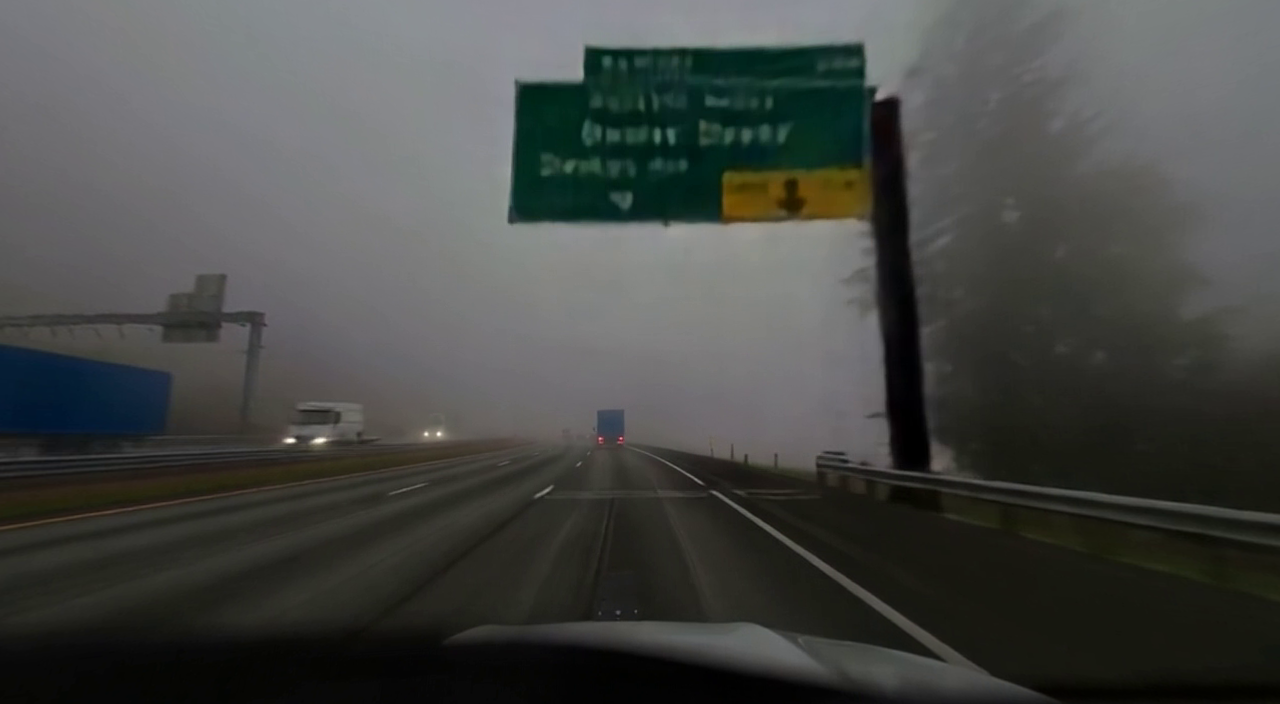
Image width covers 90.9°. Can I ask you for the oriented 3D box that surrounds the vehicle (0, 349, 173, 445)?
[{"bbox_3d":[-24.981,2.239,27.627,2.879,3.613,8.128,0,-8,-2],"label":"vehicle"}]

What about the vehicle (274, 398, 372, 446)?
[{"bbox_3d":[-17.330,3.966,34.974,2.197,2.403,6.709,0,-8,-3],"label":"vehicle"}]
